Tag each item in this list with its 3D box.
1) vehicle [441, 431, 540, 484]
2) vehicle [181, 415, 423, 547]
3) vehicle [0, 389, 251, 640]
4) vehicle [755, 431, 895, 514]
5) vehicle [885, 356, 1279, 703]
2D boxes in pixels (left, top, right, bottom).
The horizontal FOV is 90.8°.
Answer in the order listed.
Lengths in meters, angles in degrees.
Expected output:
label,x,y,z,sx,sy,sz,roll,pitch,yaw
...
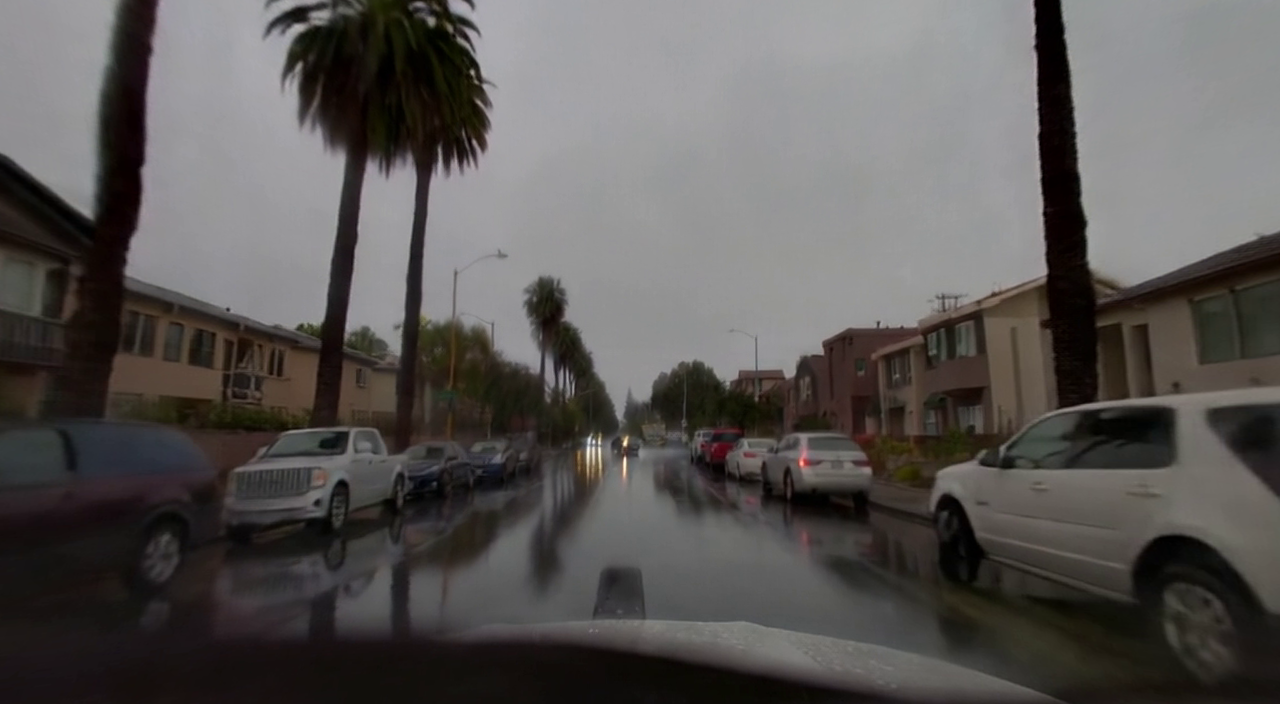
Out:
label,x,y,z,sx,sy,sz,roll,pitch,yaw
vehicle,-5.640,4.062,24.808,2.316,1.808,5.876,0,-8,1
vehicle,-5.686,2.193,11.553,1.963,1.859,4.884,0,-8,-4
vehicle,-5.660,1.308,5.420,1.947,1.803,4.381,0,-8,-2
vehicle,4.094,2.721,14.792,1.998,1.649,4.175,0,-8,0
vehicle,3.847,1.196,4.617,2.116,1.817,4.652,0,-8,-1
